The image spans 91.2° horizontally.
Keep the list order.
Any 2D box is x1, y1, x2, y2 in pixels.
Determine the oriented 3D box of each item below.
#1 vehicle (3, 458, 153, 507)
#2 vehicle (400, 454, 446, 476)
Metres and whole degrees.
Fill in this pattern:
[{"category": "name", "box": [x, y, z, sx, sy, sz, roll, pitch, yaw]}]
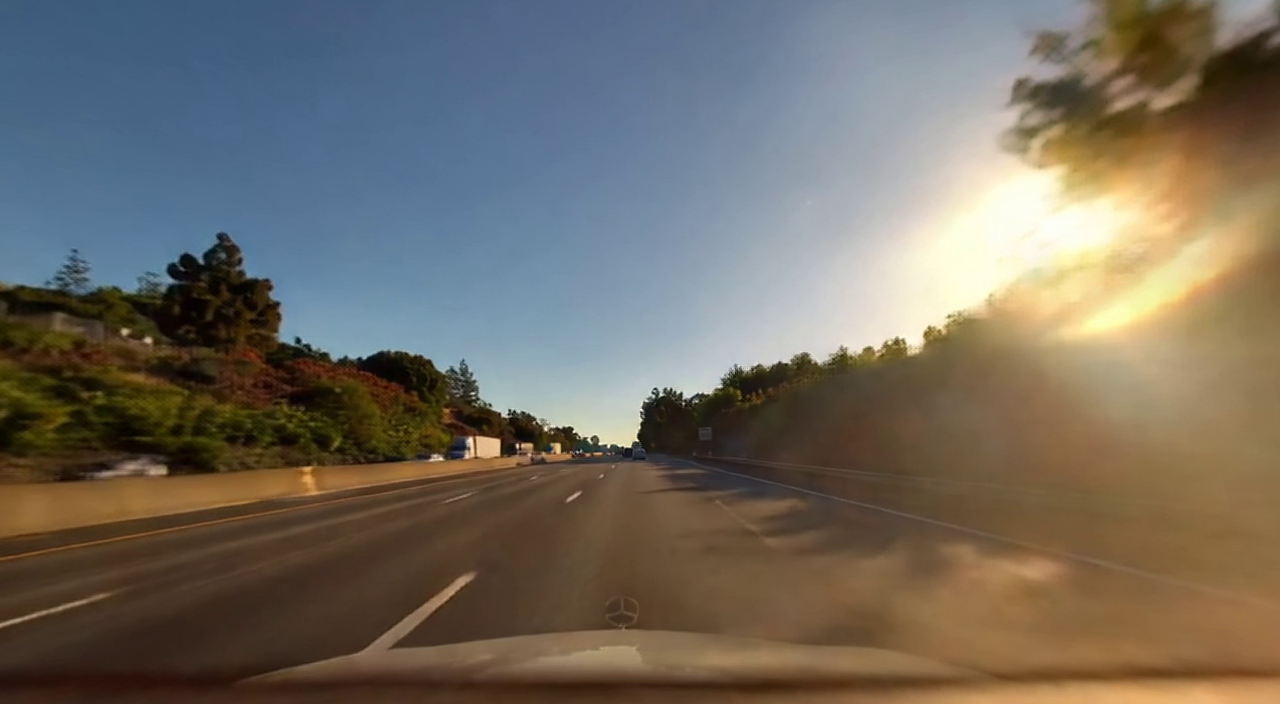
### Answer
[{"category": "vehicle", "box": [-24.485, 5.662, 27.618, 2.049, 1.826, 4.803, -1, -9, 1]}, {"category": "vehicle", "box": [-15.378, 8.011, 44.648, 1.828, 1.487, 4.135, -1, -9, 0]}]
